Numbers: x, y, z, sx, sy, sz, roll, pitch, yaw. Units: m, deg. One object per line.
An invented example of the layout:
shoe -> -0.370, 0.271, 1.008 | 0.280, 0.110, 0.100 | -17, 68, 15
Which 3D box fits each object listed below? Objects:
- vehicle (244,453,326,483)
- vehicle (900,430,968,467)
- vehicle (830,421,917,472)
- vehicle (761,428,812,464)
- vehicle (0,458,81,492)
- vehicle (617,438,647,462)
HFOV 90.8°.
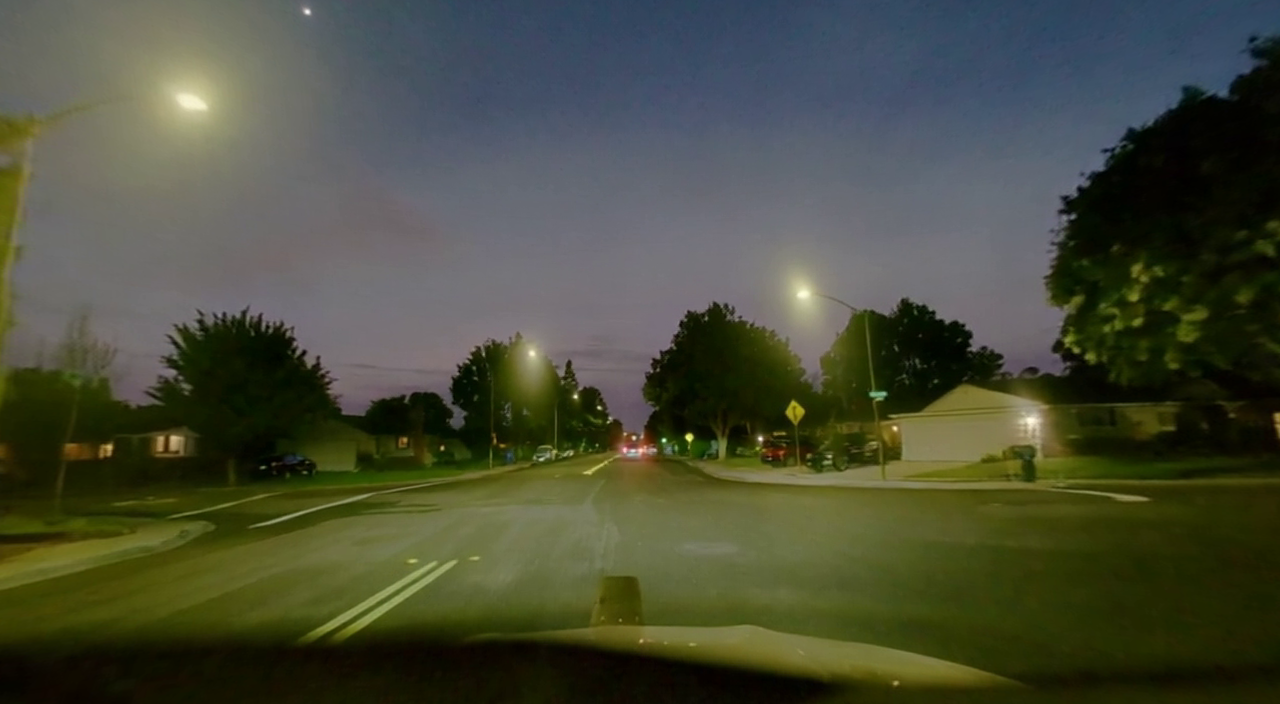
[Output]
vehicle -> -19.763, 6.436, 35.465 | 1.917, 1.499, 4.569 | 0, -8, 0
vehicle -> 13.080, 4.330, 28.370 | 1.972, 1.528, 3.891 | -2, -9, 13
vehicle -> 9.720, 4.004, 26.837 | 2.333, 1.933, 5.662 | -1, -9, 9
vehicle -> 8.043, 5.225, 35.002 | 2.130, 1.836, 4.464 | -1, -9, 5
vehicle -> -33.301, 6.614, 34.299 | 1.978, 1.666, 4.230 | 0, -8, 1
vehicle -> -0.532, 7.139, 46.066 | 2.116, 1.711, 4.155 | 0, -8, 0
